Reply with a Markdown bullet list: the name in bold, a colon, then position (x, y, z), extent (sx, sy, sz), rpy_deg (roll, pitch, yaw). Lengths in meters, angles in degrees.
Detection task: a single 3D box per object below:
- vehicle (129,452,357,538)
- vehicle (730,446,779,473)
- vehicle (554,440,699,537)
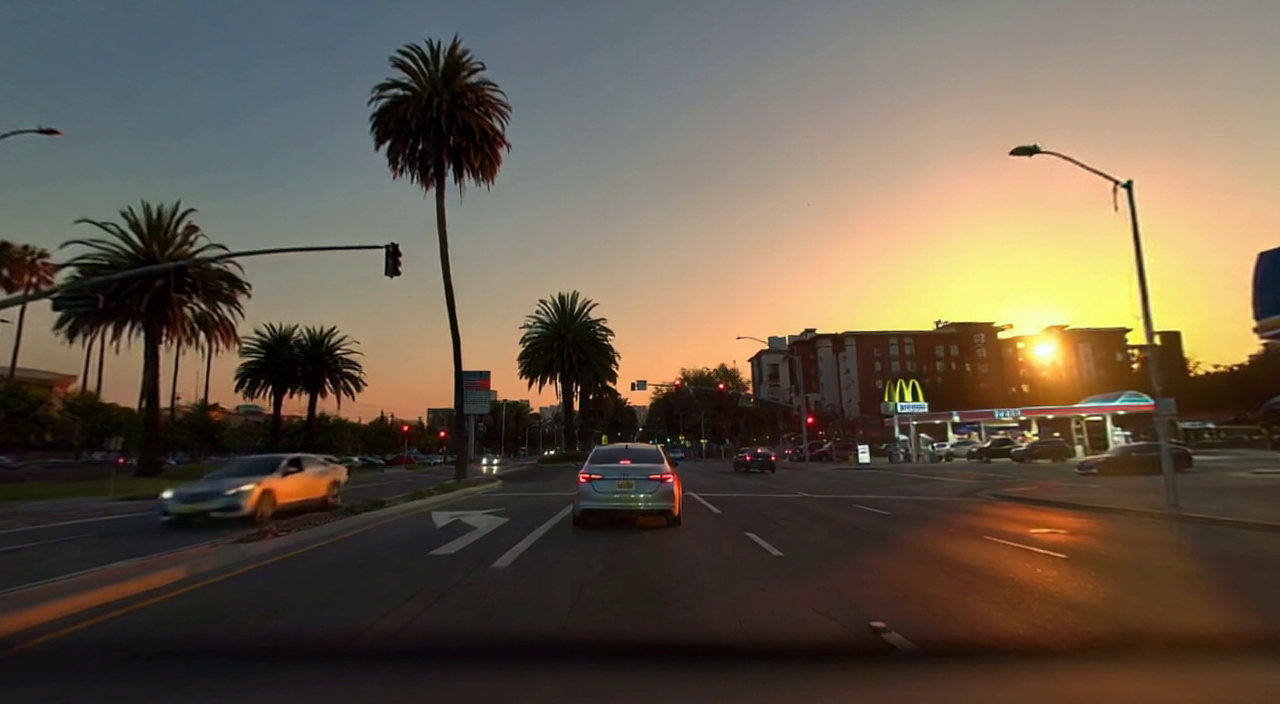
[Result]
- **vehicle**: position (-8.173, 2.937, 13.702), extent (1.904, 1.450, 4.689), rpy_deg (0, -8, 0)
- **vehicle**: position (6.757, 6.371, 37.714), extent (2.017, 1.491, 4.420), rpy_deg (0, -8, -1)
- **vehicle**: position (-0.257, 2.477, 12.217), extent (2.270, 1.475, 4.571), rpy_deg (0, -8, -1)
